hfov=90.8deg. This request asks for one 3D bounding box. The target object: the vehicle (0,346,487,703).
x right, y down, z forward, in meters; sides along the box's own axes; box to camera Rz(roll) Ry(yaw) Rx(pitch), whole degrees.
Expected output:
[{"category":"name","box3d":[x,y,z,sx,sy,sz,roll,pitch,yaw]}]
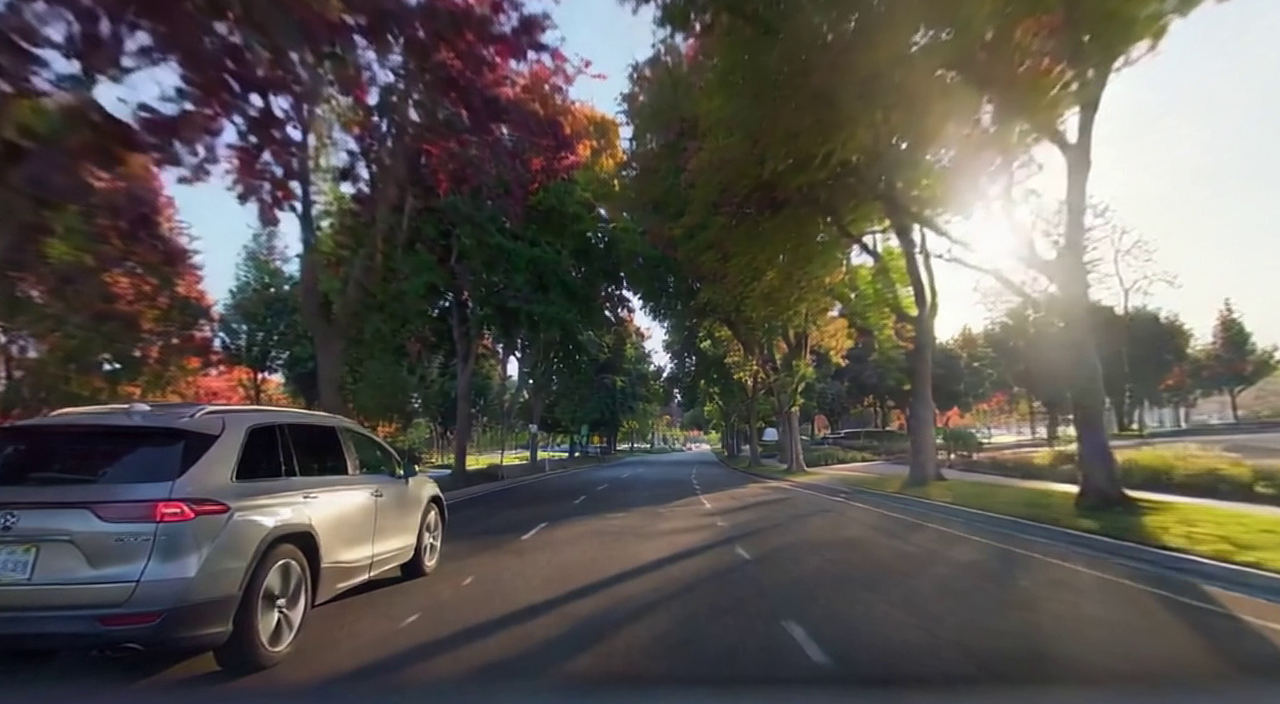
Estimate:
[{"category":"vehicle","box3d":[-2.770,1.158,4.596,2.067,1.700,4.561,0,-8,1]}]
